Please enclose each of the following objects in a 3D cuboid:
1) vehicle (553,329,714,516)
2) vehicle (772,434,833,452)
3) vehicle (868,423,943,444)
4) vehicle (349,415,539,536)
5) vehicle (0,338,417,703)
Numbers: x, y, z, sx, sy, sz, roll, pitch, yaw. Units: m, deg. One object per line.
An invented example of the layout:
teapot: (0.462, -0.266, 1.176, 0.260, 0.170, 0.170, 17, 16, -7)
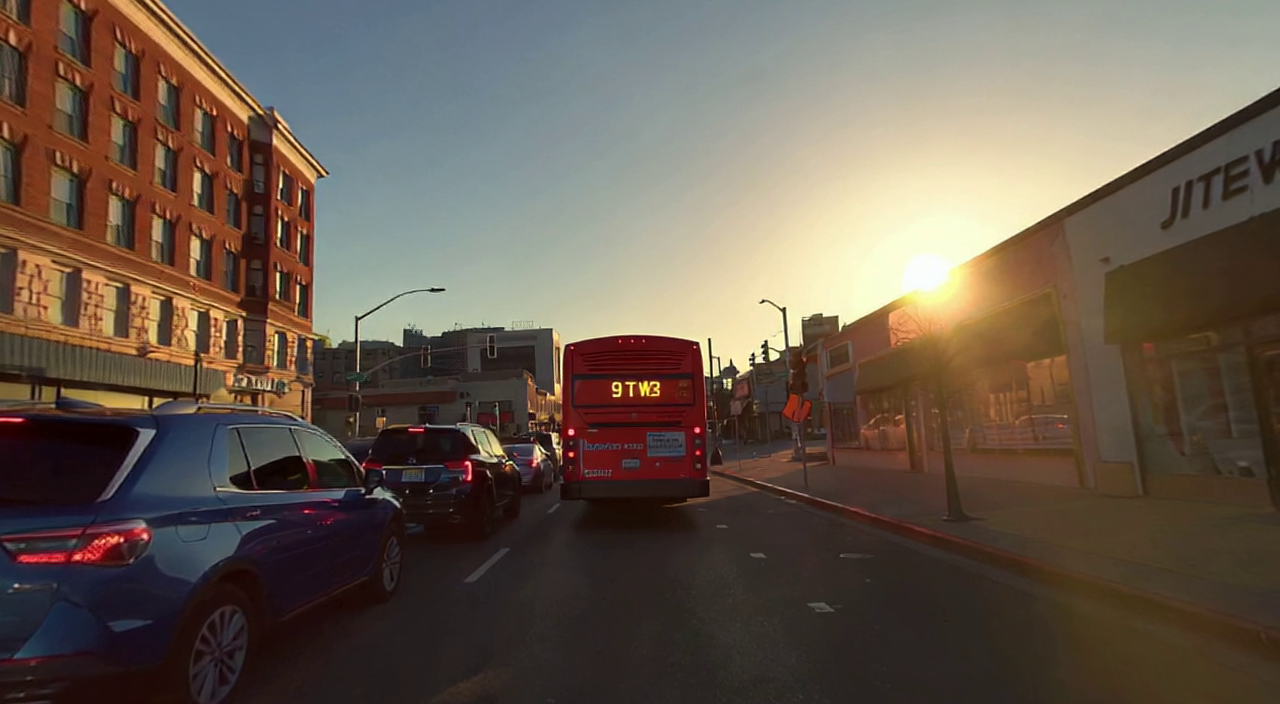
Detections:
vehicle: (-0.294, 2.016, 16.718, 2.938, 3.468, 9.972, 0, -9, -2)
vehicle: (11.949, 6.737, 46.650, 3.949, 1.337, 1.738, 0, -9, -3)
vehicle: (19.812, 6.116, 47.201, 4.827, 1.555, 1.863, 1, -9, -6)
vehicle: (-3.354, 2.224, 11.998, 2.096, 1.828, 4.669, 0, -8, 0)
vehicle: (-3.213, 1.092, 3.970, 2.020, 1.725, 4.384, 0, -8, 0)
